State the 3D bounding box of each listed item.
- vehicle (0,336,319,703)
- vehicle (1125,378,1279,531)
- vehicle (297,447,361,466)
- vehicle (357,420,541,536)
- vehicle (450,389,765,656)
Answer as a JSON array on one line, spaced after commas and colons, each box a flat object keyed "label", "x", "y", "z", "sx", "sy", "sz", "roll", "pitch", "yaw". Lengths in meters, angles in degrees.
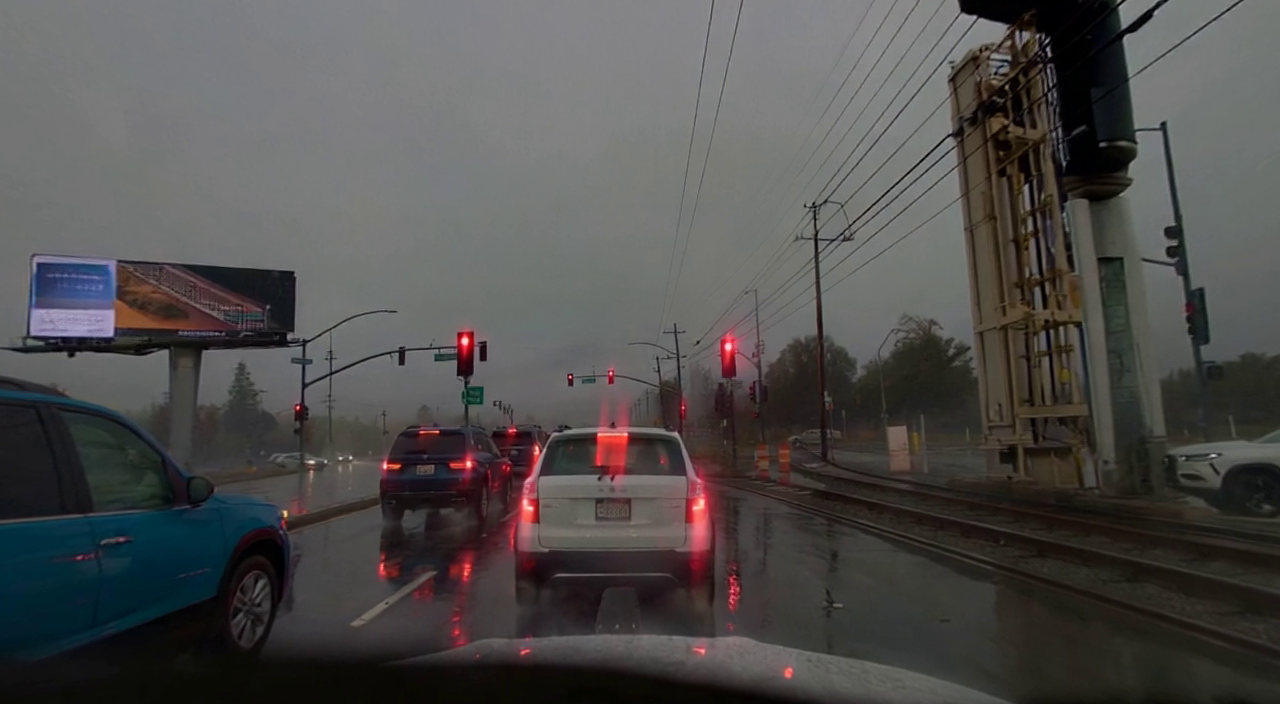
[{"label": "vehicle", "x": -3.930, "y": 0.875, "z": 3.055, "sx": 2.052, "sy": 1.814, "sz": 5.184, "roll": 0, "pitch": -9, "yaw": -1}, {"label": "vehicle", "x": 9.614, "y": 1.312, "z": 8.186, "sx": 5.060, "sy": 1.702, "sz": 2.033, "roll": 1, "pitch": -9, "yaw": -4}, {"label": "vehicle", "x": -24.162, "y": 8.096, "z": 49.087, "sx": 4.357, "sy": 1.444, "sz": 1.842, "roll": -3, "pitch": -9, "yaw": 19}, {"label": "vehicle", "x": -3.146, "y": 2.184, "z": 11.507, "sx": 1.988, "sy": 1.678, "sz": 4.317, "roll": 0, "pitch": -9, "yaw": 0}, {"label": "vehicle", "x": -0.206, "y": 1.377, "z": 5.986, "sx": 2.025, "sy": 1.723, "sz": 3.644, "roll": 0, "pitch": -9, "yaw": 0}]
